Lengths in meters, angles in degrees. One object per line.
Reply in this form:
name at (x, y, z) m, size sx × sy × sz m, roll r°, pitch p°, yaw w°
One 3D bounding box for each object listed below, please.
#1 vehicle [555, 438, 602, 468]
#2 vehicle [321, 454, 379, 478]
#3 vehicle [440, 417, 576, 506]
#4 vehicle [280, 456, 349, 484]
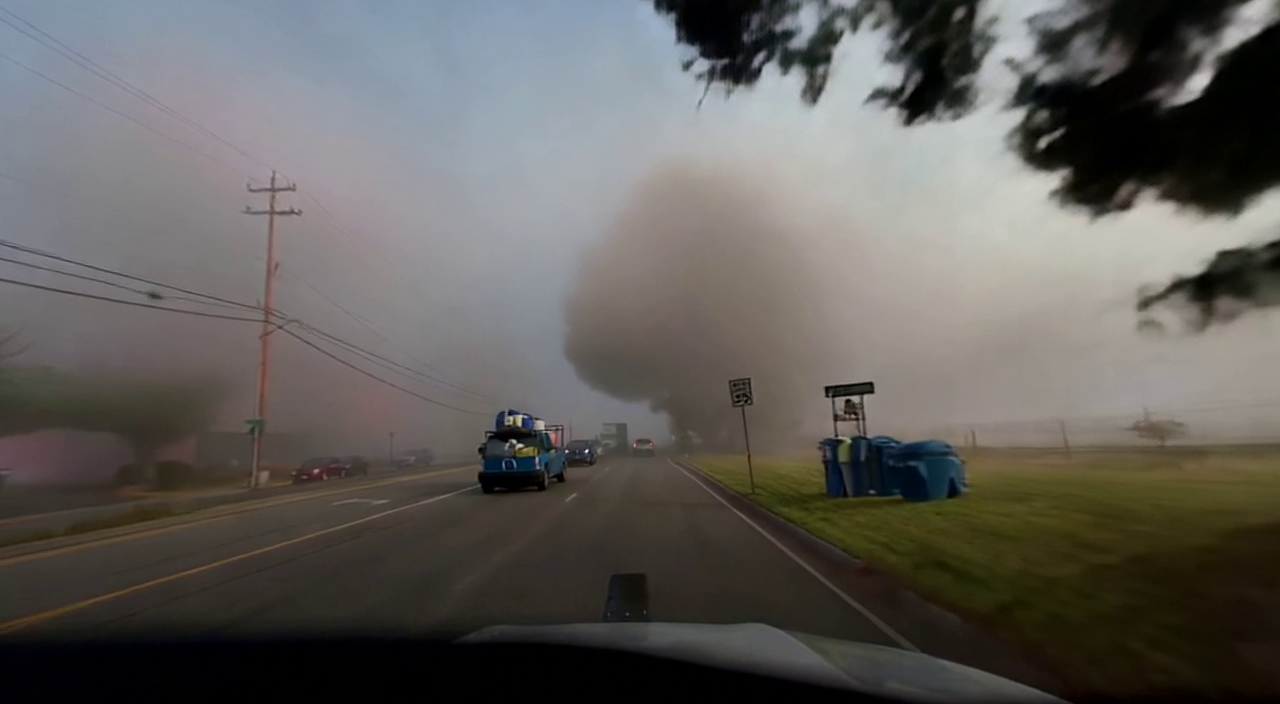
vehicle at (-3.145, 5.291, 33.108) m, size 1.998 × 1.466 × 4.124 m, roll 0°, pitch -8°, yaw 1°
vehicle at (-20.282, 7.962, 44.348) m, size 2.231 × 1.478 × 4.603 m, roll 1°, pitch -8°, yaw -5°
vehicle at (-2.996, 2.644, 15.664) m, size 2.180 × 1.818 × 5.117 m, roll 0°, pitch -8°, yaw 1°
vehicle at (-19.744, 7.142, 38.493) m, size 2.099 × 1.449 × 4.749 m, roll 1°, pitch -8°, yaw -6°
